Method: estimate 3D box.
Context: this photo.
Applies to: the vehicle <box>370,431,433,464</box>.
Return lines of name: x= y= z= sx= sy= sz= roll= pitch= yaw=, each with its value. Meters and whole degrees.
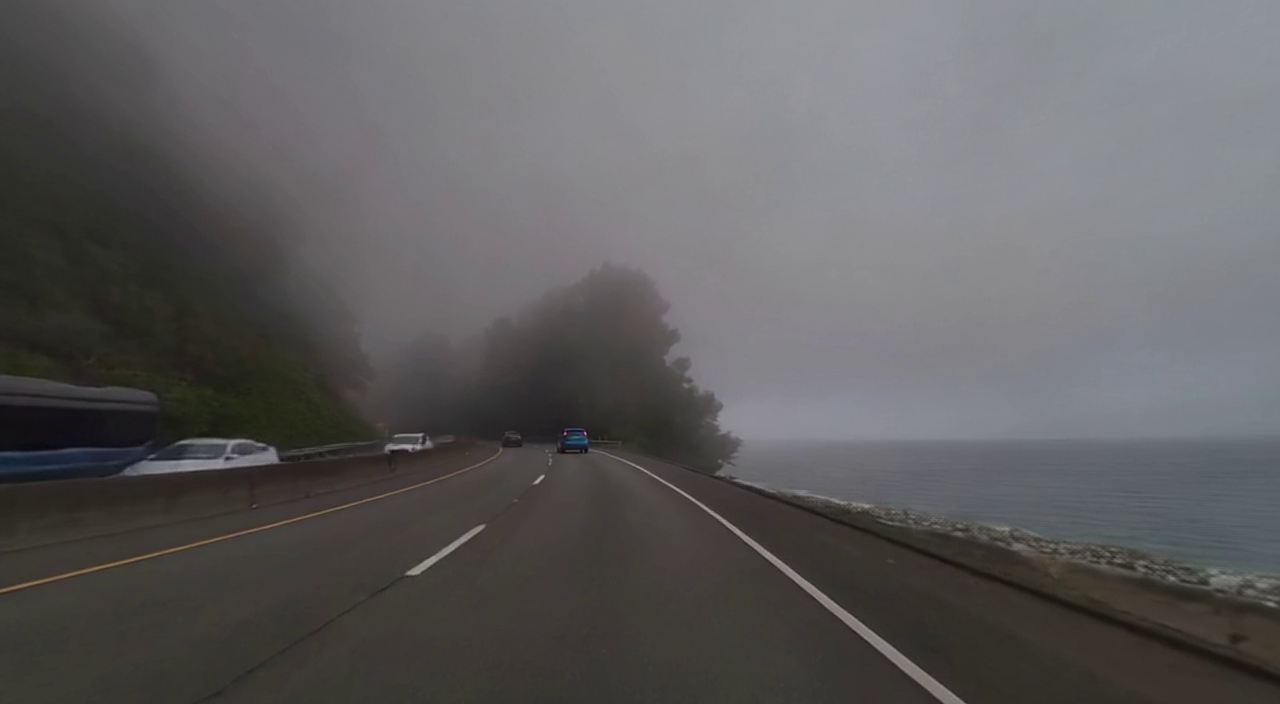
vehicle: x=-12.549 y=5.071 z=33.484 sx=2.192 sy=1.617 sz=4.082 roll=1 pitch=-9 yaw=-7

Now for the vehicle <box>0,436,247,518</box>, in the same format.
vehicle: x=-10.917 y=2.613 z=13.772 sx=1.987 sy=1.473 sz=4.367 roll=0 pitch=-9 yaw=-2

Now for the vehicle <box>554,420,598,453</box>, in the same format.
vehicle: x=-4.668 y=6.102 z=45.134 sx=2.632 sy=2.162 sz=5.529 roll=2 pitch=-9 yaw=-11
